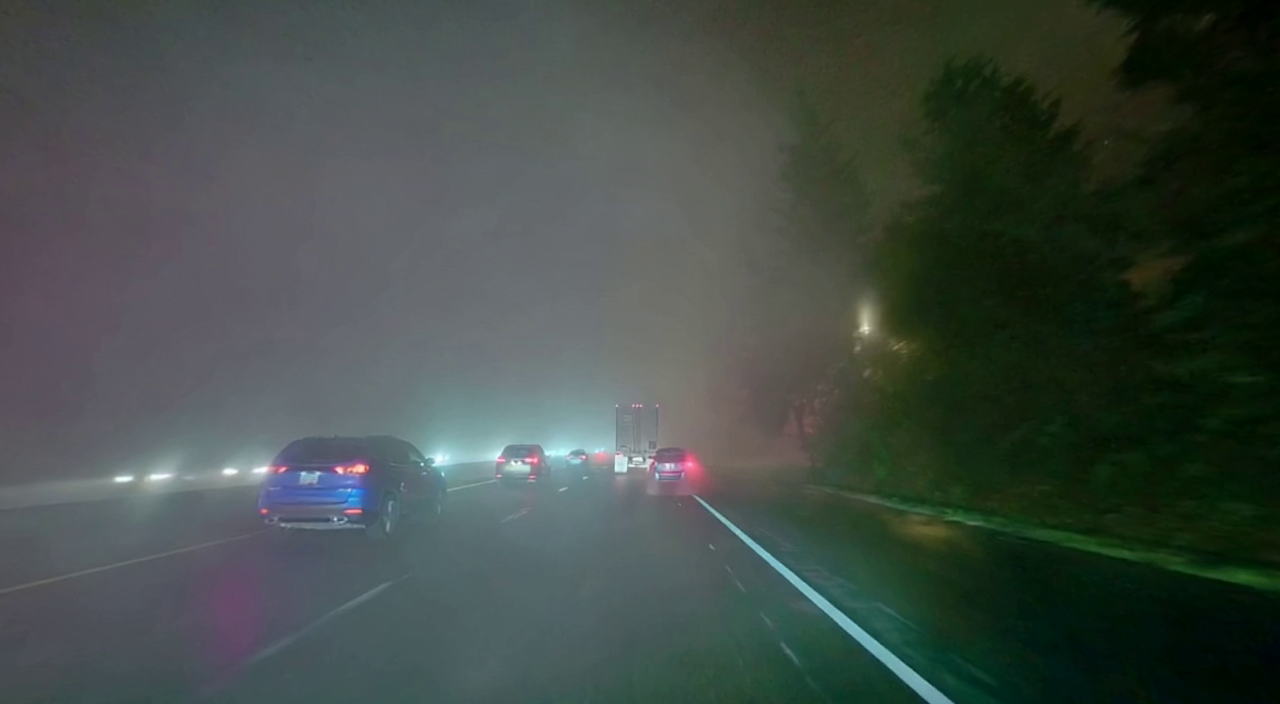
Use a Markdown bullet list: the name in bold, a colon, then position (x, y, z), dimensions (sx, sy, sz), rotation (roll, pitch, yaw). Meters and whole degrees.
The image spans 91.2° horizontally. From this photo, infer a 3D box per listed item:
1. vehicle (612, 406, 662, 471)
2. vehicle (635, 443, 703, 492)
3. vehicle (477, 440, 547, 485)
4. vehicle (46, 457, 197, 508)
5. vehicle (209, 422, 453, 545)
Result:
- **vehicle**: position (-0.420, 6.229, 44.688), dimensions (3.113, 4.066, 10.786), rotation (0, -9, -3)
- **vehicle**: position (0.883, 3.869, 21.304), dimensions (2.026, 1.489, 4.045), rotation (0, -9, -1)
- **vehicle**: position (-5.154, 4.496, 25.768), dimensions (2.035, 1.664, 4.064), rotation (0, -9, 0)
- **vehicle**: position (-17.422, 4.377, 21.354), dimensions (1.811, 1.483, 3.882), rotation (0, -9, 0)
- **vehicle**: position (-4.908, 2.142, 10.813), dimensions (2.100, 1.671, 4.105), rotation (0, -9, 0)
